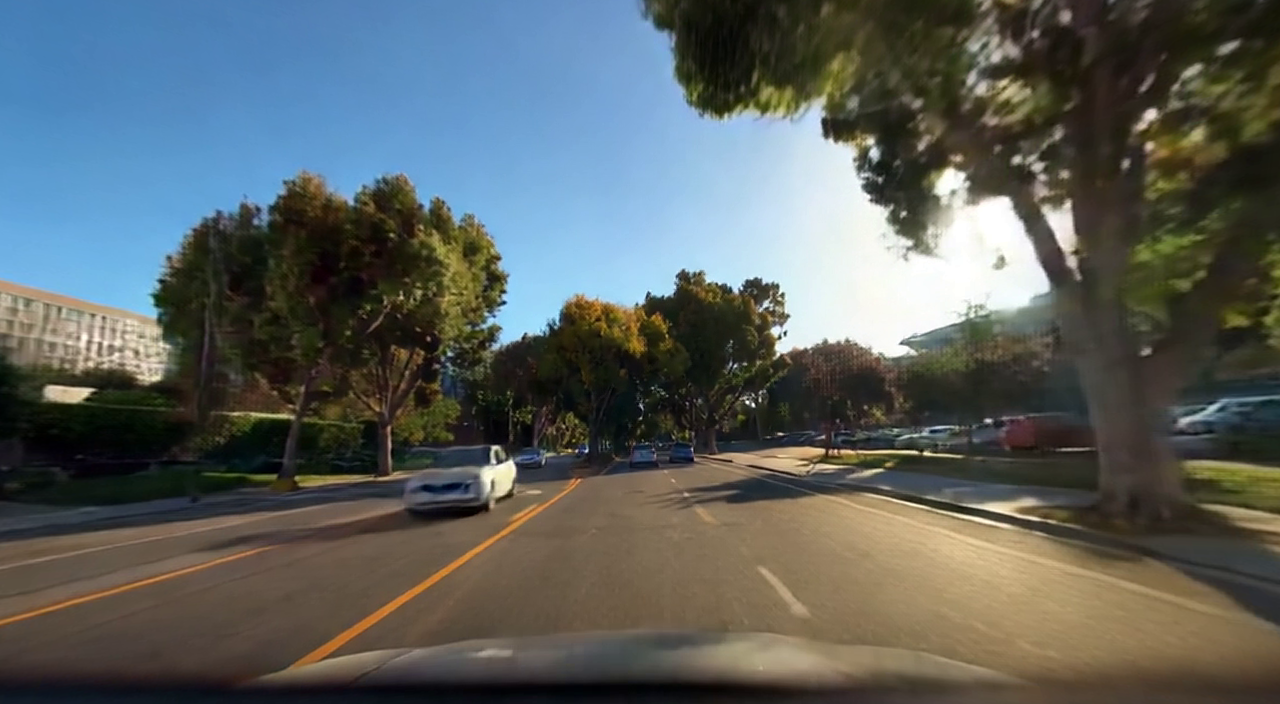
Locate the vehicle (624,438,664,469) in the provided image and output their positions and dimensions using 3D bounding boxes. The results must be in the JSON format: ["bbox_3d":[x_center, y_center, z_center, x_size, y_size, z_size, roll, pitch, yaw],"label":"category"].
[{"bbox_3d":[0.208,5.654,35.270,2.109,1.612,3.963,0,-8,0],"label":"vehicle"}]

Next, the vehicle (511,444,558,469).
[{"bbox_3d":[-6.487,6.475,39.384,2.081,1.477,4.760,0,-8,1],"label":"vehicle"}]

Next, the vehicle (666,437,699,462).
[{"bbox_3d":[3.167,7.417,47.941,2.189,1.766,4.495,0,-8,-1],"label":"vehicle"}]

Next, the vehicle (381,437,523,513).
[{"bbox_3d":[-4.188,2.787,14.904,2.014,1.487,4.591,0,-8,-1],"label":"vehicle"}]
